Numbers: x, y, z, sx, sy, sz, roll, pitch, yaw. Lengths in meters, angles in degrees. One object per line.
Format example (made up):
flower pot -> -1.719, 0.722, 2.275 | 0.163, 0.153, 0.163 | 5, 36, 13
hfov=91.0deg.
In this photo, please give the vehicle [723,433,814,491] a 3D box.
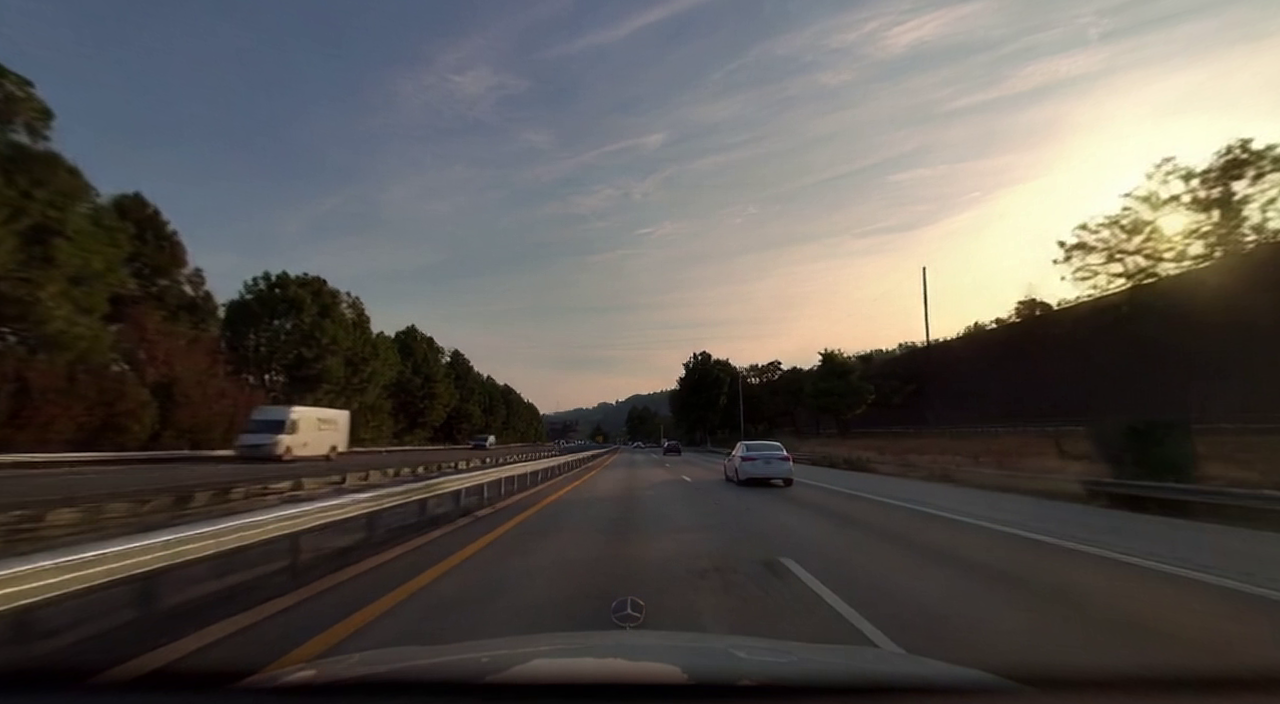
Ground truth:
vehicle -> 3.717, 3.232, 18.822 | 1.945, 1.538, 3.729 | 0, -8, 0
